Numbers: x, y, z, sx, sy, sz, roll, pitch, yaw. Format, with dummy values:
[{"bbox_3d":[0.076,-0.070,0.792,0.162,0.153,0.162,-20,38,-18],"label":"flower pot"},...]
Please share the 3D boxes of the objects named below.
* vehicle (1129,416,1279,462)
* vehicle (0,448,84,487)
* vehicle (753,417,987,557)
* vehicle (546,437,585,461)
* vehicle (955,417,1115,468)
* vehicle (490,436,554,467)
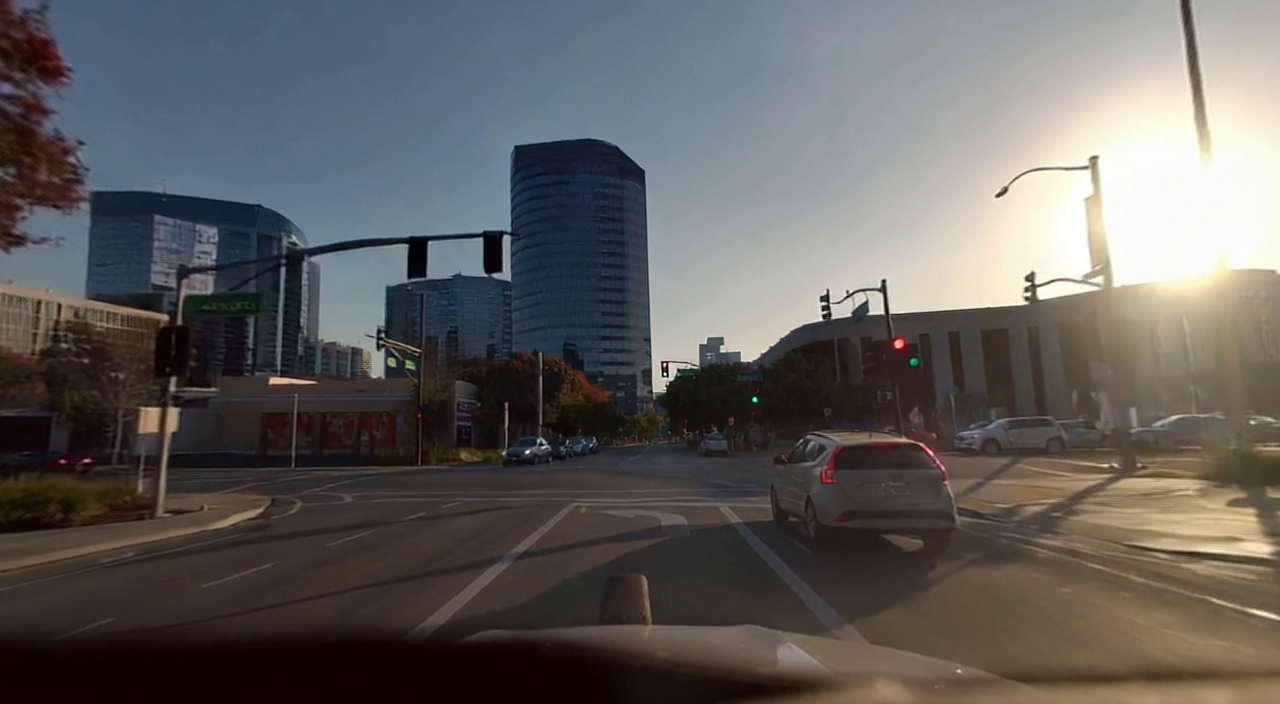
[{"bbox_3d":[21.456,3.311,23.975,4.095,1.640,1.848,0,-8,-1],"label":"vehicle"},{"bbox_3d":[-26.691,4.895,26.904,4.037,1.562,2.099,-1,-8,4],"label":"vehicle"},{"bbox_3d":[2.956,1.815,9.133,1.947,1.576,3.825,0,-8,0],"label":"vehicle"},{"bbox_3d":[-5.483,7.249,47.182,2.115,1.690,4.322,-1,-8,4],"label":"vehicle"},{"bbox_3d":[14.619,3.387,23.549,4.611,1.778,1.939,0,-8,0],"label":"vehicle"},{"bbox_3d":[-6.881,5.847,37.354,1.972,1.693,4.516,-2,-9,15],"label":"vehicle"}]
